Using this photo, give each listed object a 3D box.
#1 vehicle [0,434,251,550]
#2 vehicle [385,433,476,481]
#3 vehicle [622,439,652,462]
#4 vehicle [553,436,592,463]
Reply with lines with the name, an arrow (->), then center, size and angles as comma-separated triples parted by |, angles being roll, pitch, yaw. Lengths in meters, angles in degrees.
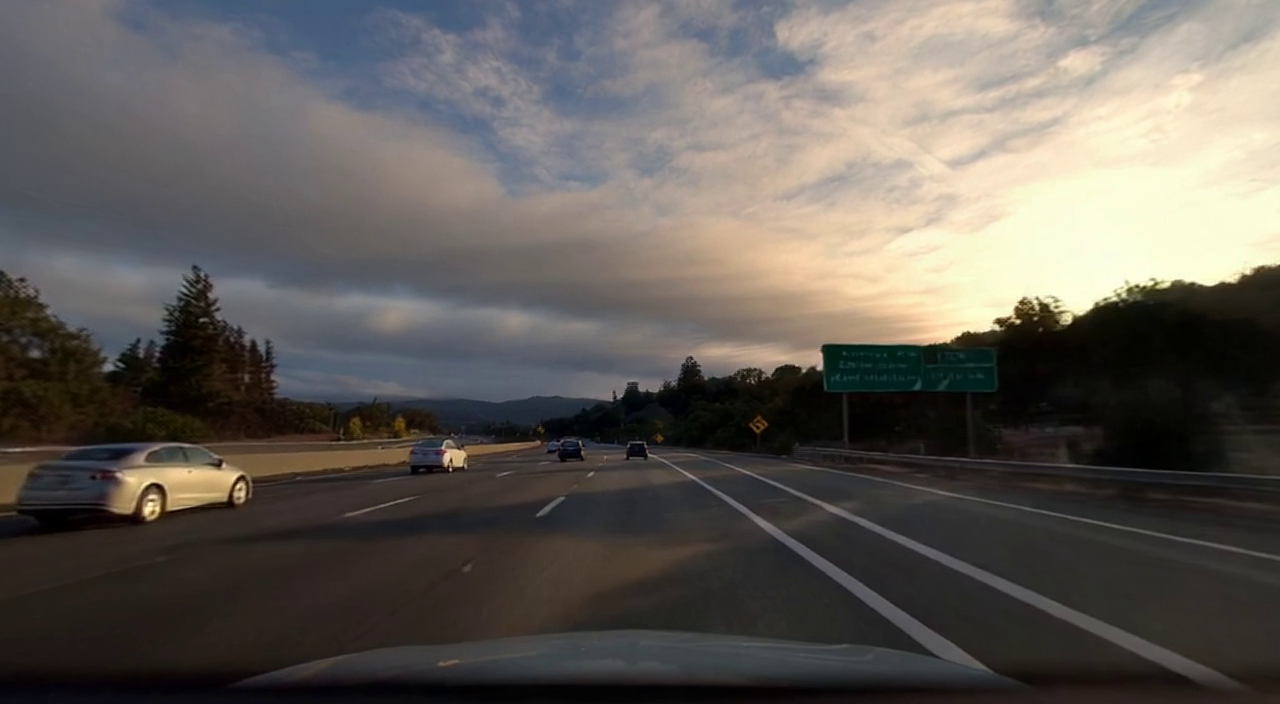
vehicle -> -9.122, 2.173, 10.683 | 1.935, 1.474, 5.033 | 0, -8, -1
vehicle -> -7.763, 3.931, 23.808 | 2.086, 1.628, 4.039 | 0, -8, -1
vehicle -> -0.246, 6.586, 42.323 | 1.881, 1.460, 3.694 | 0, -8, -1
vehicle -> -4.161, 6.106, 39.571 | 1.991, 1.610, 4.606 | 0, -8, -1
